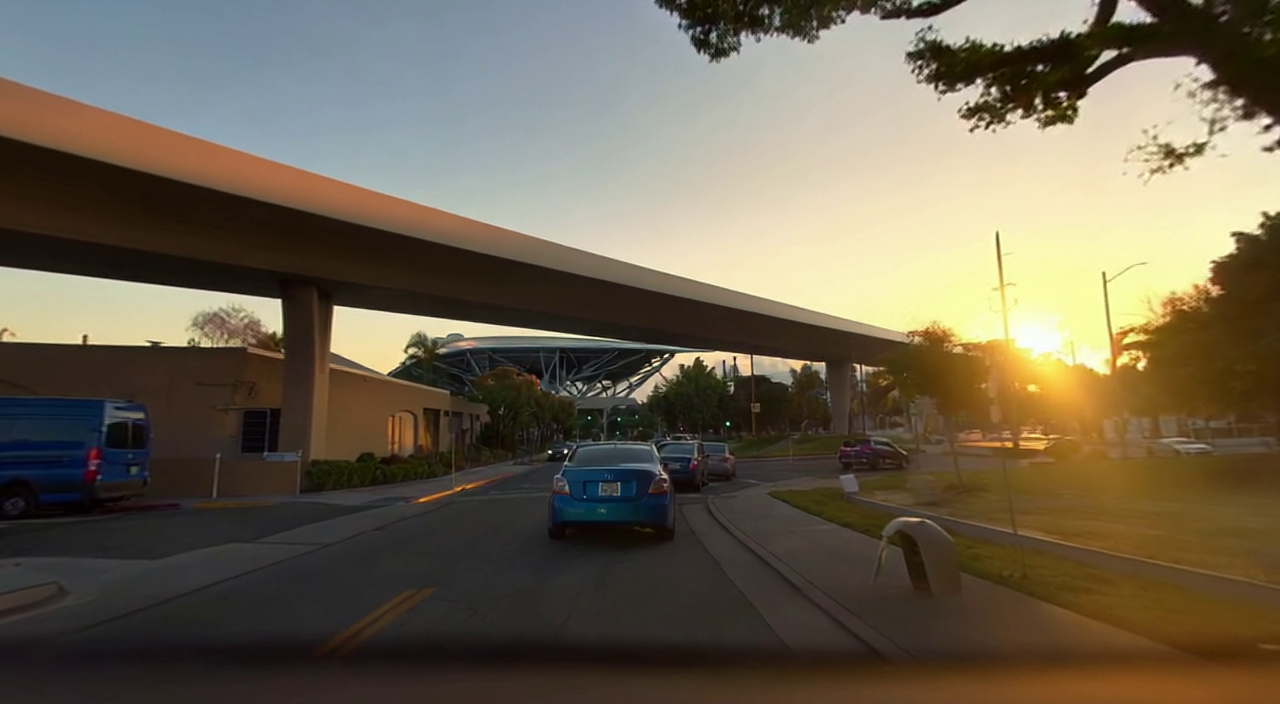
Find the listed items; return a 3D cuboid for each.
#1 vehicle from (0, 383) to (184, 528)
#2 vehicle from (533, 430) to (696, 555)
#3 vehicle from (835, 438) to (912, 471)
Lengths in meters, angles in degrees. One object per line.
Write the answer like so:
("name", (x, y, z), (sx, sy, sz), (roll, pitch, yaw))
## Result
("vehicle", (-13.537, 2.190, 13.542), (5.356, 2.762, 2.644), (0, -9, 1))
("vehicle", (-0.261, 2.157, 10.493), (2.087, 1.578, 4.652), (0, -9, 2))
("vehicle", (14.075, 6.155, 38.050), (4.425, 1.828, 2.032), (5, -10, -33))
